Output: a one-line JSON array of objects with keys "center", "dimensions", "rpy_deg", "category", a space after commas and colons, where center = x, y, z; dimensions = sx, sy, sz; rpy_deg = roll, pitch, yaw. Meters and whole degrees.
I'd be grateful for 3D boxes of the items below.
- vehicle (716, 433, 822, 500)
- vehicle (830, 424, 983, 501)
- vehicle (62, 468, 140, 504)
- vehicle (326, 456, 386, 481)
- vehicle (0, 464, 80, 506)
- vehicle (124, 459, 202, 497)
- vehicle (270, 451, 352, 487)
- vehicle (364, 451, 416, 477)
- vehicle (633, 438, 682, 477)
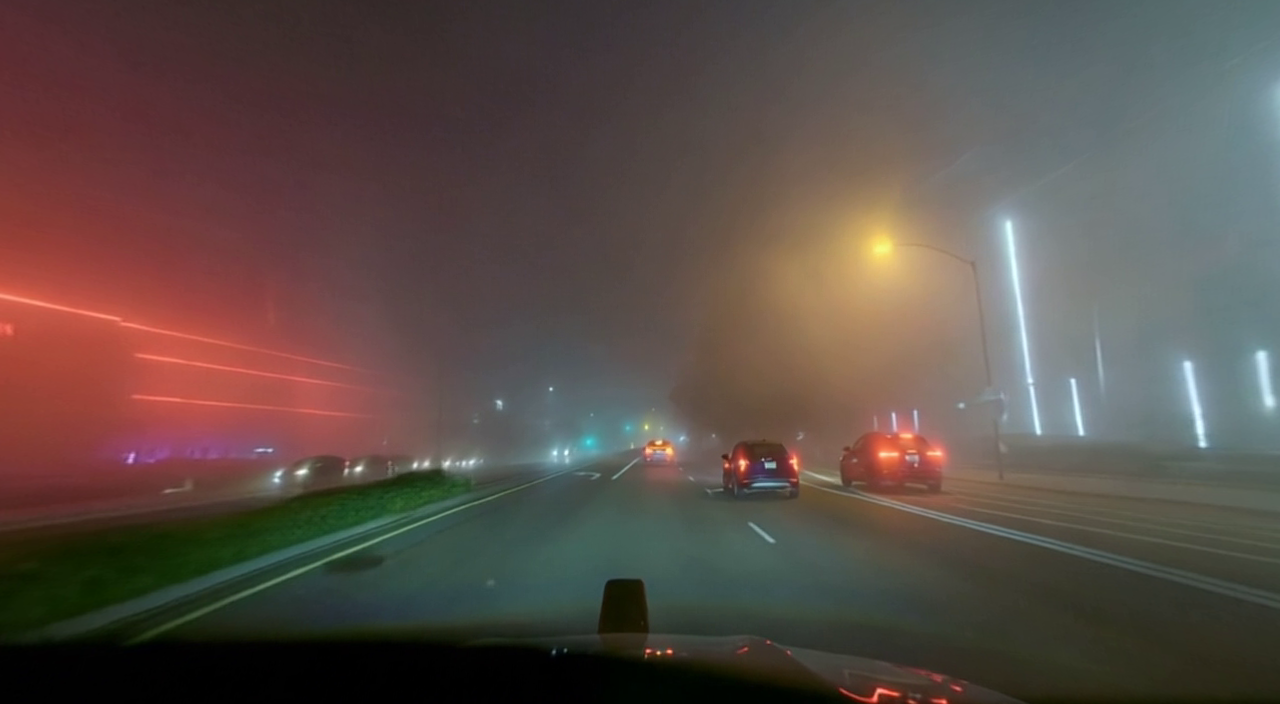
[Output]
[{"center": [3.404, 3.126, 17.626], "dimensions": [1.931, 1.591, 4.708], "rpy_deg": [0, -8, 0], "category": "vehicle"}, {"center": [6.908, 2.916, 17.029], "dimensions": [1.963, 1.783, 4.722], "rpy_deg": [0, -8, -1], "category": "vehicle"}, {"center": [-27.401, 6.790, 32.222], "dimensions": [1.989, 1.476, 4.088], "rpy_deg": [4, -9, -26], "category": "vehicle"}, {"center": [-18.002, 7.403, 40.174], "dimensions": [1.716, 1.412, 4.335], "rpy_deg": [0, -8, 1], "category": "vehicle"}, {"center": [-30.603, 6.734, 32.226], "dimensions": [1.944, 1.794, 4.468], "rpy_deg": [5, -10, -30], "category": "vehicle"}, {"center": [-24.564, 6.454, 32.634], "dimensions": [2.076, 1.688, 4.635], "rpy_deg": [3, -9, -23], "category": "vehicle"}, {"center": [-17.950, 6.384, 34.646], "dimensions": [1.954, 1.779, 4.635], "rpy_deg": [0, -8, 0], "category": "vehicle"}, {"center": [-17.870, 8.003, 45.297], "dimensions": [1.847, 1.730, 4.530], "rpy_deg": [0, -8, 1], "category": "vehicle"}, {"center": [0.741, 4.908, 29.547], "dimensions": [2.125, 1.669, 3.880], "rpy_deg": [0, -8, 0], "category": "vehicle"}]
